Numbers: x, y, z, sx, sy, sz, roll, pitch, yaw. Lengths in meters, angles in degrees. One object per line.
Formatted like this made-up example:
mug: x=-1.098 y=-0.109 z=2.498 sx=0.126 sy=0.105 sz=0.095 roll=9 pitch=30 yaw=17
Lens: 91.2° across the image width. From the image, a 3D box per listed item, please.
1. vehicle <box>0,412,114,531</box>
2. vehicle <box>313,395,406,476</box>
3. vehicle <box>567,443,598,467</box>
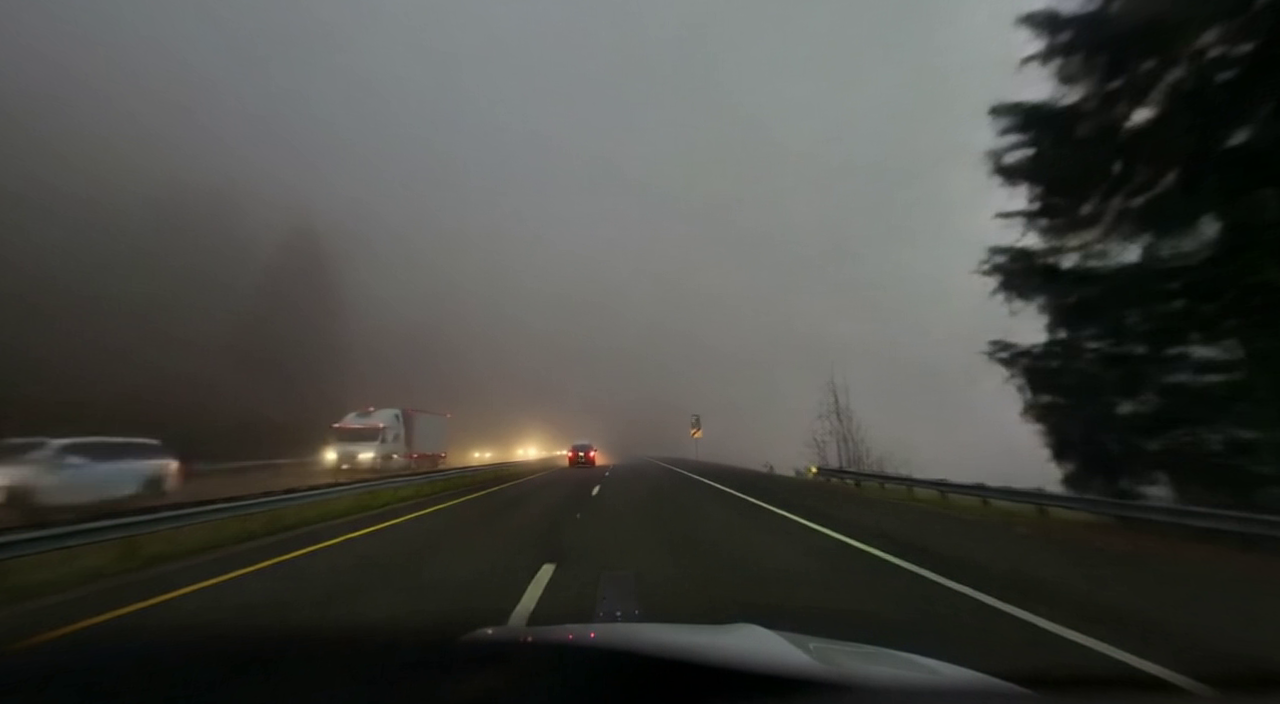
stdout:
vehicle: x=-11.557 y=1.924 z=9.997 sx=2.207 sy=1.926 sz=4.777 roll=0 pitch=-9 yaw=-2
vehicle: x=-16.860 y=5.179 z=38.243 sx=2.959 sy=4.473 sz=5.911 roll=-1 pitch=-9 yaw=-1
vehicle: x=-4.224 y=7.680 z=46.816 sx=2.098 sy=1.692 sz=4.038 roll=0 pitch=-9 yaw=-2
